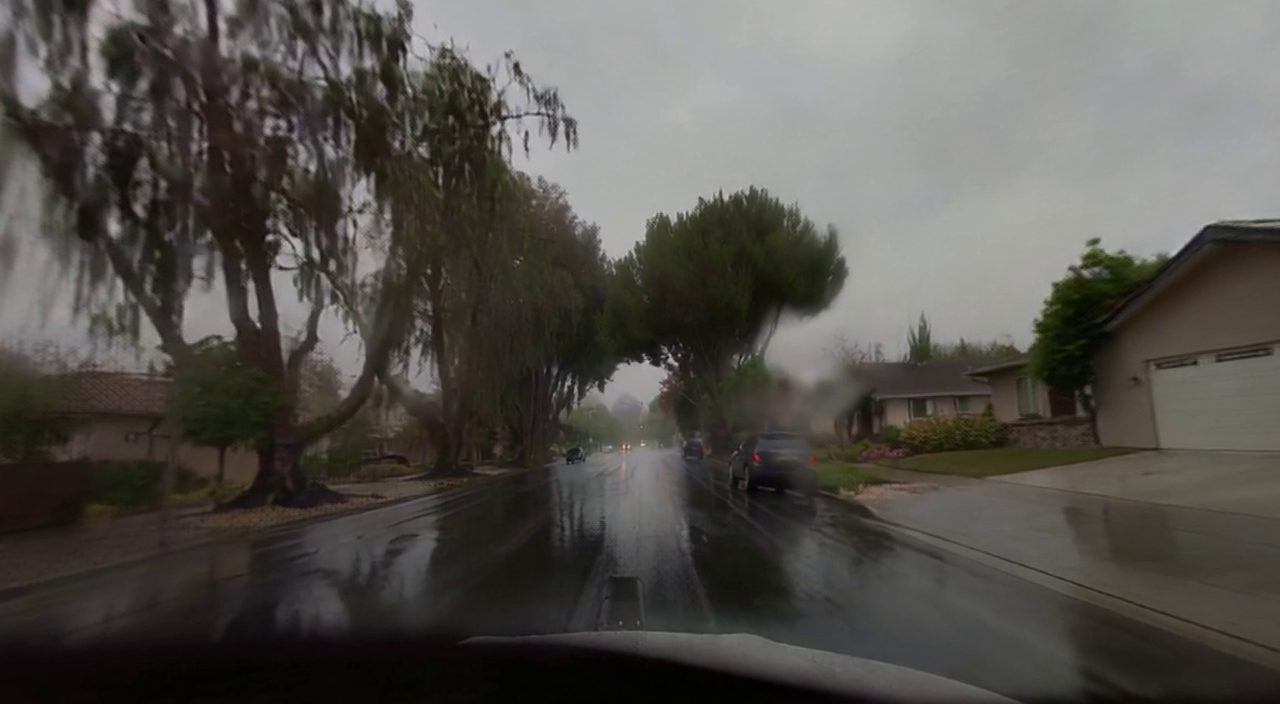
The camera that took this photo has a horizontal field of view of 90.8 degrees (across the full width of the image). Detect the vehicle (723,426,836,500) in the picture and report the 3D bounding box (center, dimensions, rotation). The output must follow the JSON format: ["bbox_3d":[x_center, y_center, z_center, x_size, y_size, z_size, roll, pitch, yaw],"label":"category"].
[{"bbox_3d":[3.606,2.964,17.265,2.055,1.738,4.448,0,-9,0],"label":"vehicle"}]
